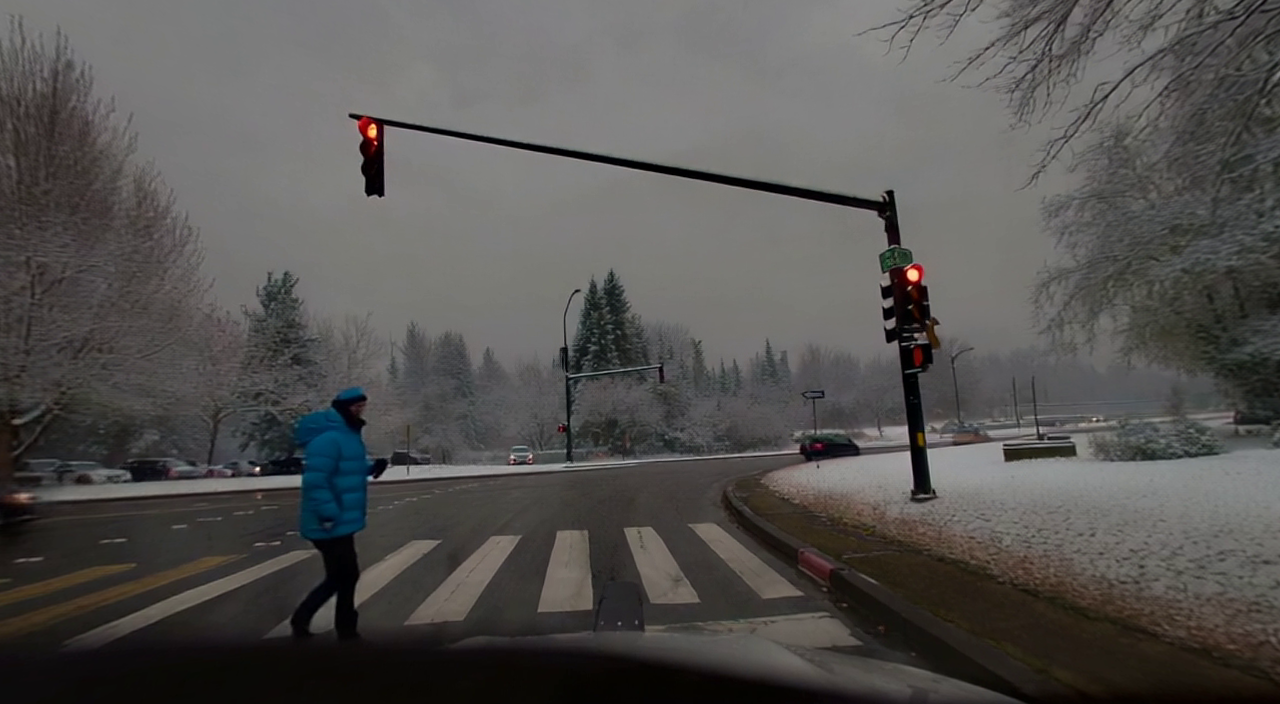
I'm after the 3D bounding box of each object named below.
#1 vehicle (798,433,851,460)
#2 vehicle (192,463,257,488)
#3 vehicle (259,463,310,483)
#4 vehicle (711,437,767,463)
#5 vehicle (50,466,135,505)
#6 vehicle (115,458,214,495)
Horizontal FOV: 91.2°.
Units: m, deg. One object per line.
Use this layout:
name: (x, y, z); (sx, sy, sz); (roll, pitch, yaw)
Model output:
vehicle: (13.419, 6.826, 45.371); (2.036, 1.849, 4.811); (-7, -11, 36)
vehicle: (-28.541, 8.478, 43.184); (1.768, 1.465, 3.972); (0, -9, -1)
vehicle: (-28.132, 9.586, 49.757); (1.776, 1.452, 3.920); (0, -9, 0)
vehicle: (6.974, 6.846, 43.942); (1.867, 1.743, 4.259); (-8, -11, 40)
vehicle: (-25.420, 6.160, 29.254); (1.694, 1.528, 4.225); (3, -9, -23)
vehicle: (-27.827, 7.272, 36.912); (2.064, 1.913, 5.081); (0, -9, -4)
